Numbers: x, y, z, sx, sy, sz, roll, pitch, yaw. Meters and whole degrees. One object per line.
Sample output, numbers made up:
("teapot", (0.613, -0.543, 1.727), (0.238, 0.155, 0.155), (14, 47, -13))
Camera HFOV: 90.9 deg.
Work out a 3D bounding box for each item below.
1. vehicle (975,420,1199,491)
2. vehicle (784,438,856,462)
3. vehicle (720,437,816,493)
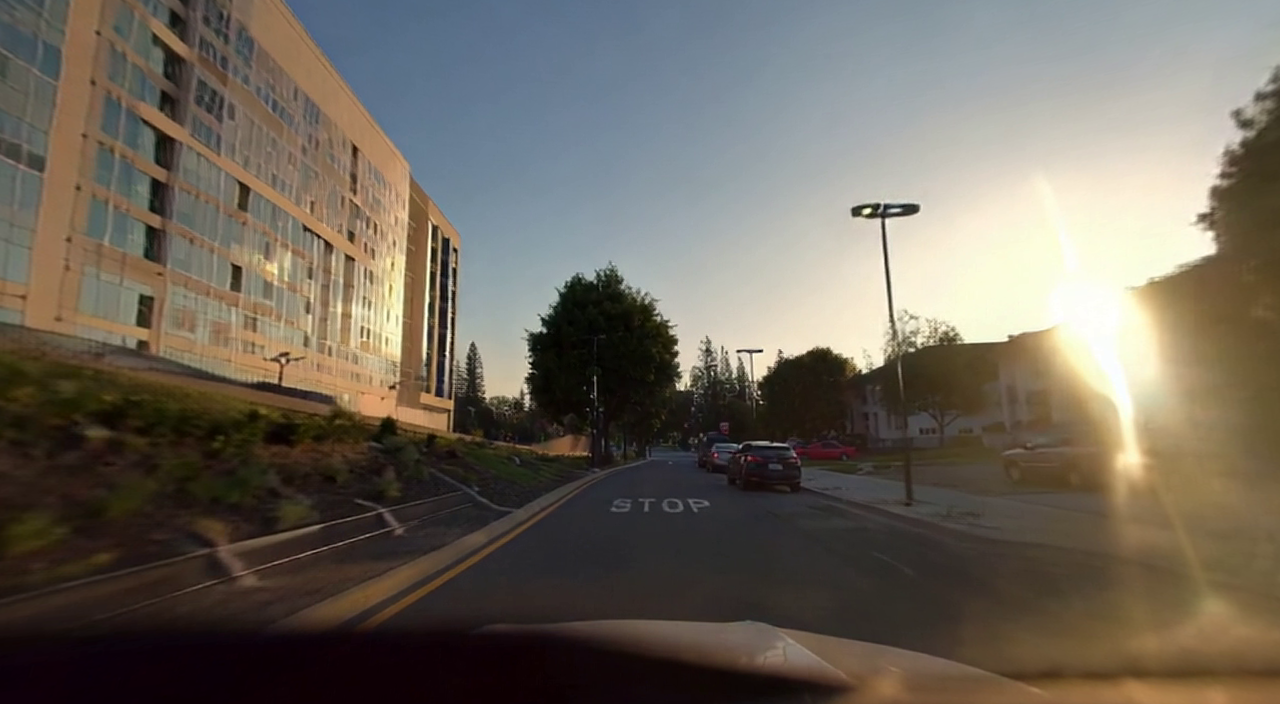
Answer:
("vehicle", (10.497, 2.499, 15.438), (1.997, 1.430, 4.986), (0, -9, 2))
("vehicle", (11.897, 6.498, 41.947), (4.163, 1.471, 1.914), (-1, -9, -1))
("vehicle", (3.757, 3.406, 19.383), (2.024, 1.475, 4.565), (0, -9, 0))
